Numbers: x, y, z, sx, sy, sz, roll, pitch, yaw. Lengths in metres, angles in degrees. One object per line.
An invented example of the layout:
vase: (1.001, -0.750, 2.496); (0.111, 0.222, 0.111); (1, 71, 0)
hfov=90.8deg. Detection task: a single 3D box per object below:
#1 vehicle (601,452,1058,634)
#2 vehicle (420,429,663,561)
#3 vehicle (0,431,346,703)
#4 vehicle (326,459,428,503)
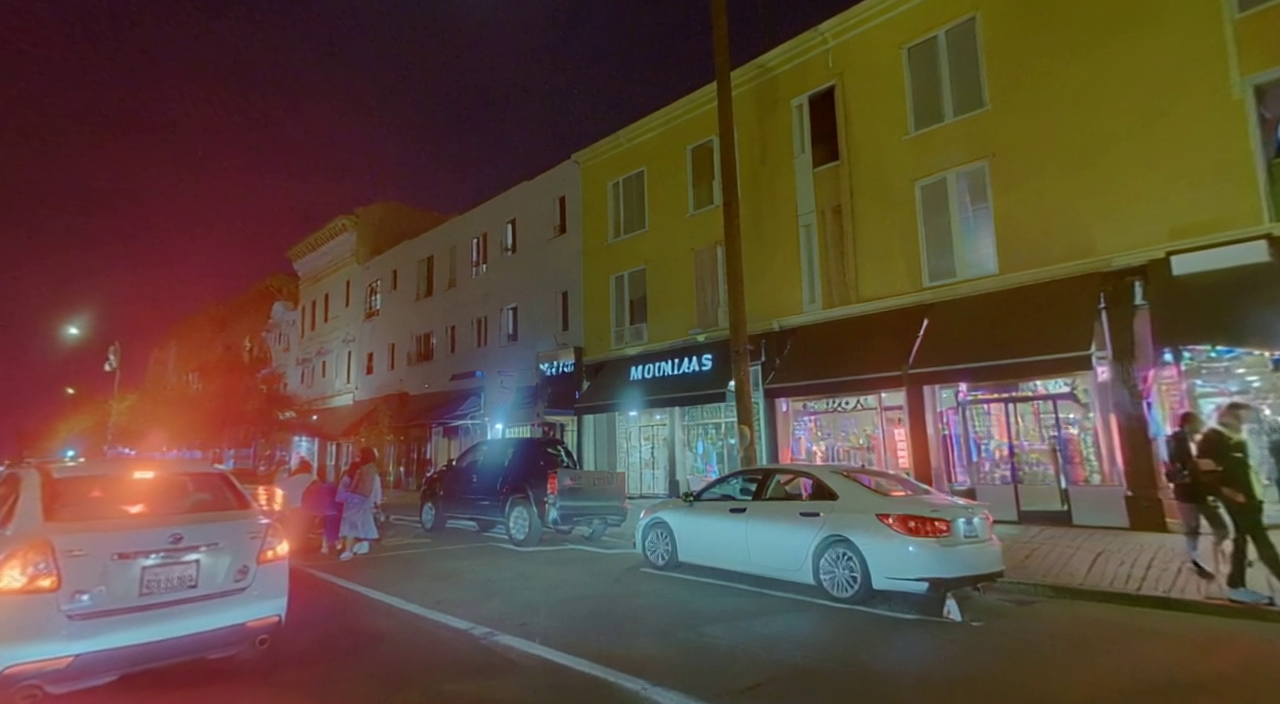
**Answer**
vehicle: (1.886, 1.935, 7.525); (4.830, 1.421, 1.826); (-8, -11, 42)
vehicle: (-1.921, 2.379, 11.317); (4.580, 1.853, 1.862); (-8, -12, 43)
vehicle: (-4.370, 1.357, 4.579); (4.330, 1.458, 1.932); (-6, -10, 32)
vehicle: (-14.344, 7.021, 34.565); (4.692, 1.909, 2.032); (6, -17, -43)
